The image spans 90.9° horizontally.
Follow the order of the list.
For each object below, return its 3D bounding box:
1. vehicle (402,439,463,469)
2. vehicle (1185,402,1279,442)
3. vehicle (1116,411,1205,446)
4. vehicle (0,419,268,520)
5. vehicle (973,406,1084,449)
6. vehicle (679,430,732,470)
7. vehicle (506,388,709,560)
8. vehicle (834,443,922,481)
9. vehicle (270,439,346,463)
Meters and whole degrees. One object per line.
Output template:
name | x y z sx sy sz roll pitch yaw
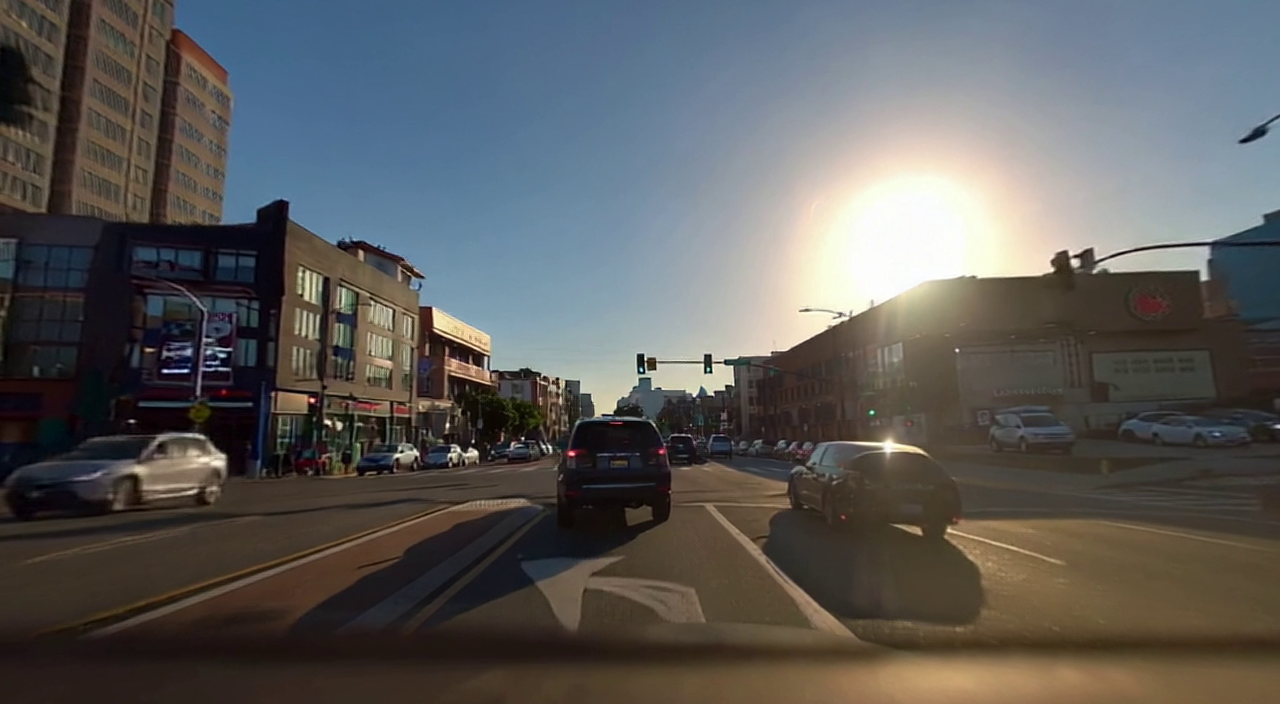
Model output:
vehicle | -12.643 6.265 38.826 1.993 1.708 5.219 0 -8 0
vehicle | 29.309 3.360 30.451 1.913 1.651 4.727 3 -3 1
vehicle | 24.426 3.567 29.730 1.422 1.496 3.318 1 -6 1
vehicle | -11.683 2.586 14.438 2.291 1.856 4.827 -5 -10 28
vehicle | 18.558 3.718 30.521 2.123 1.884 5.170 0 -8 1
vehicle | 3.330 5.130 33.085 2.115 1.932 5.189 0 -8 -1
vehicle | -0.413 1.752 9.674 2.242 1.812 4.993 -3 -9 -1
vehicle | 9.814 4.542 26.399 1.863 1.426 4.494 0 -8 -1
vehicle | -23.064 6.858 43.874 4.286 1.210 1.877 3 -3 4
